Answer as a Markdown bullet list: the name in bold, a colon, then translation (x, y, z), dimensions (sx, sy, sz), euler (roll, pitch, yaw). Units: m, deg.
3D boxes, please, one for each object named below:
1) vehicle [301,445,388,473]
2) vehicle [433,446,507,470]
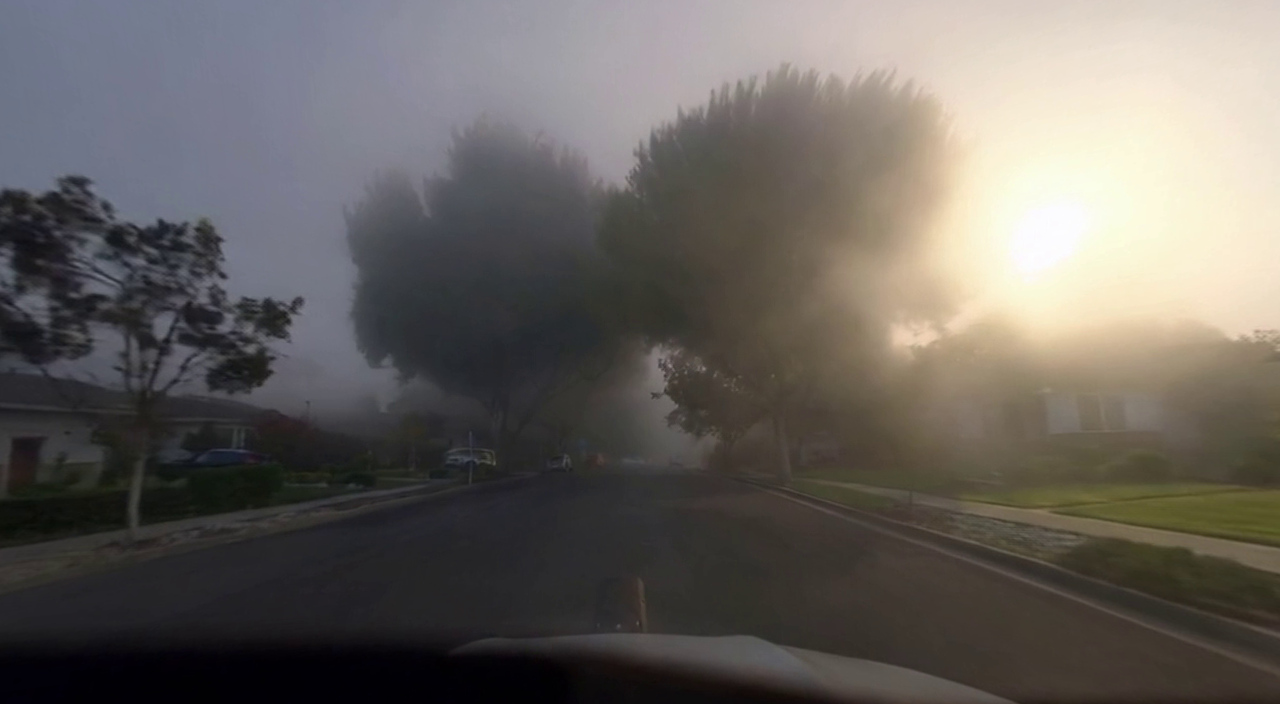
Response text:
- **vehicle**: translation (-17.261, 6.273, 36.923), dimensions (4.112, 1.497, 1.956), euler (-2, -9, 3)
- **vehicle**: translation (-12.530, 7.853, 46.593), dimensions (4.876, 1.733, 1.989), euler (0, -9, 3)
